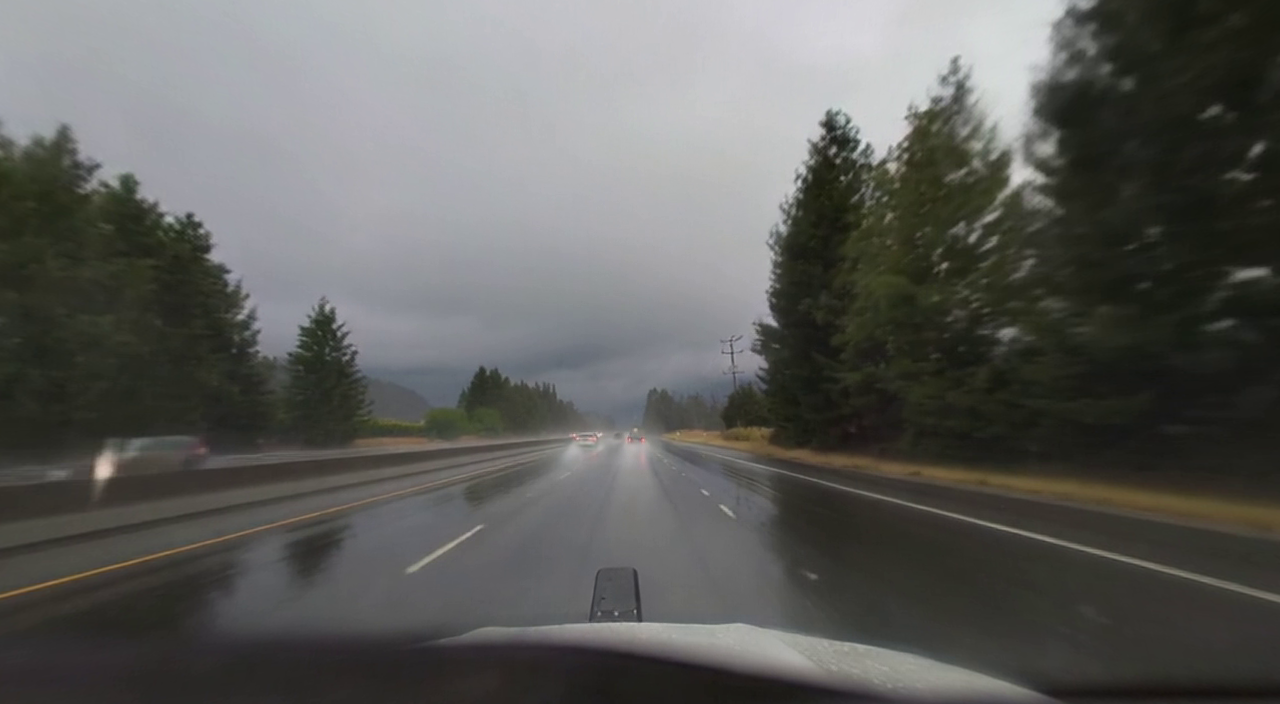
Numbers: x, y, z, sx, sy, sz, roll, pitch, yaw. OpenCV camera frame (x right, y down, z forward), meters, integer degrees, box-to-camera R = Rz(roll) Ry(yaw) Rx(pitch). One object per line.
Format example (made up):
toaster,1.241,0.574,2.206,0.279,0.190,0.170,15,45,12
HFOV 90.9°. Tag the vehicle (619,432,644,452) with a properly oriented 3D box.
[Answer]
vehicle,-0.662,7.109,49.753,1.890,1.472,3.716,0,-8,-1

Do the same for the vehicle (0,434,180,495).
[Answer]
vehicle,-17.364,3.459,20.050,1.963,1.688,4.677,0,-8,-1
